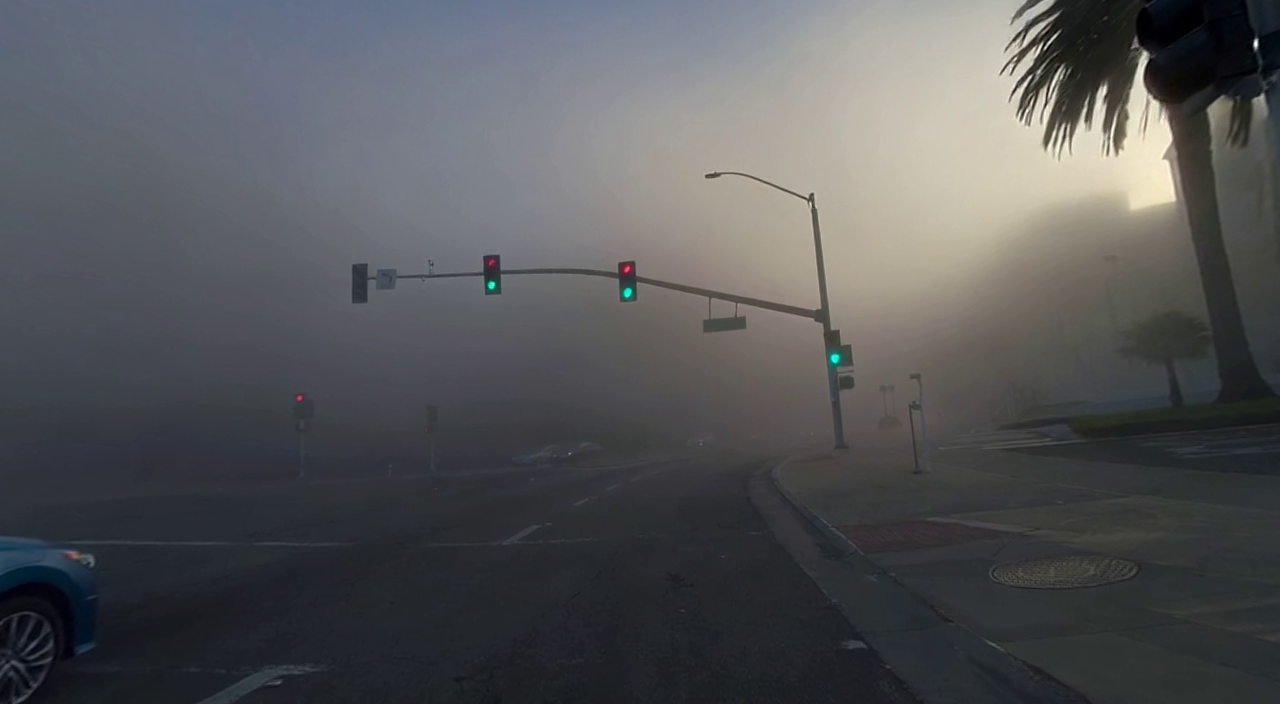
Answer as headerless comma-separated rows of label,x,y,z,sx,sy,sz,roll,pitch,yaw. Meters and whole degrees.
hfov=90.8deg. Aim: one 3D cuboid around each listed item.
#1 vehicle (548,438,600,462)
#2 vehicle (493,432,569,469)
vehicle,-4.936,7.389,47.754,2.118,1.647,4.310,-4,-9,21
vehicle,-5.683,5.232,33.630,2.181,1.792,4.648,-3,-9,16
